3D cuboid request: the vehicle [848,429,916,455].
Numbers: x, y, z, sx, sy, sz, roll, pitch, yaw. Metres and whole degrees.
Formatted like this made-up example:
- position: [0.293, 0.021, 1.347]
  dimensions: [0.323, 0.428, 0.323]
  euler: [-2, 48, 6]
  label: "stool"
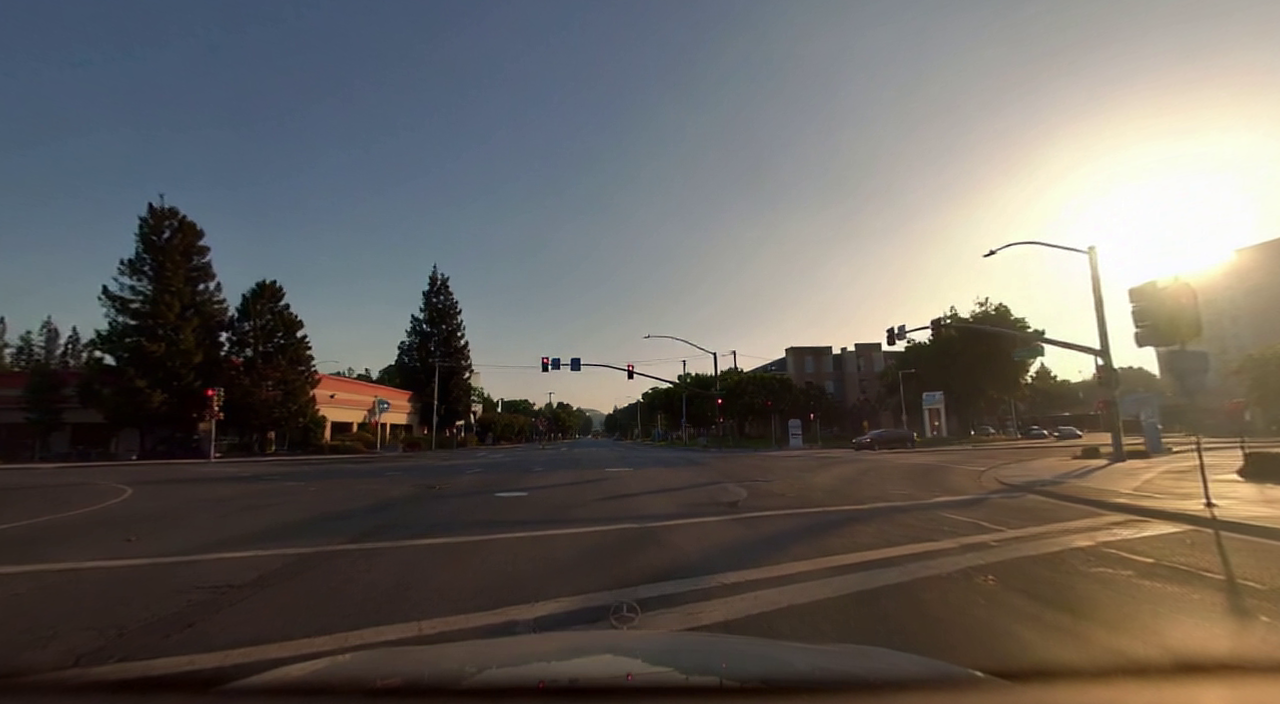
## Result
- position: [17.654, 6.551, 46.059]
  dimensions: [4.600, 1.783, 1.970]
  euler: [4, -9, -26]
  label: "vehicle"
